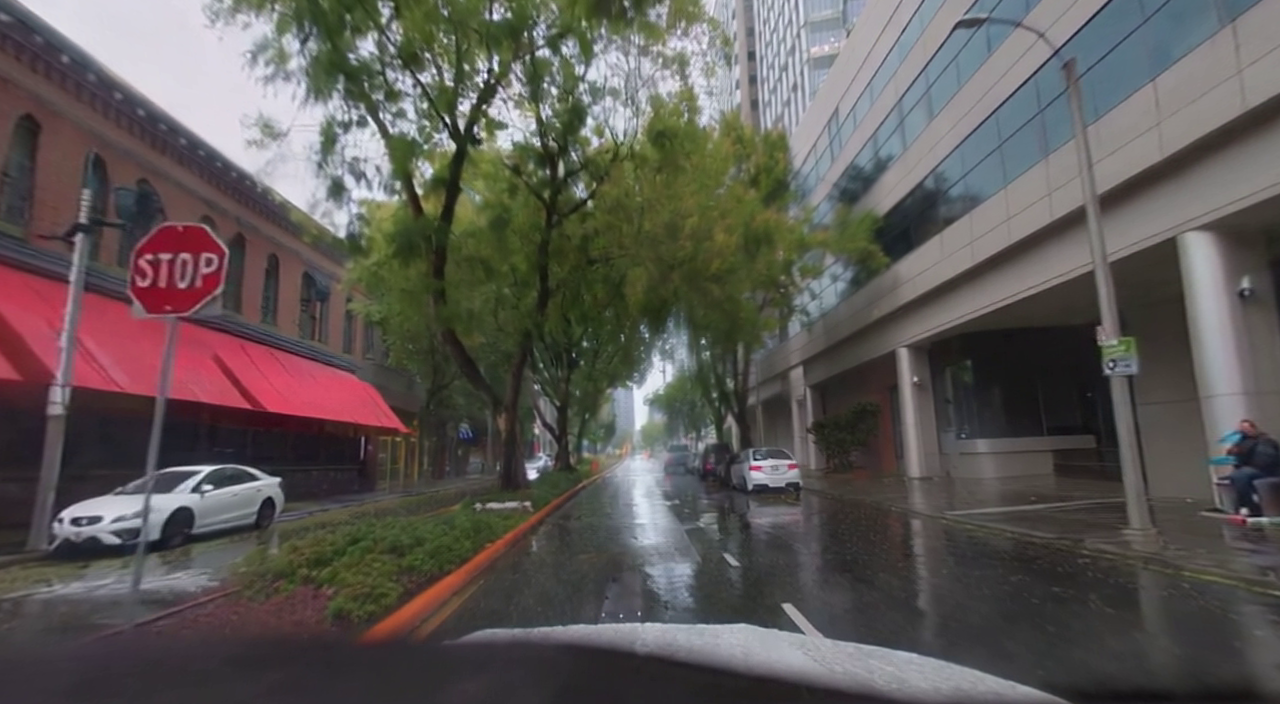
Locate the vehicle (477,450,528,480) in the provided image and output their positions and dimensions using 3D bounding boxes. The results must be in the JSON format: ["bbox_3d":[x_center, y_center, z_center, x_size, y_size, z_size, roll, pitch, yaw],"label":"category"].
[{"bbox_3d":[-8.881,7.313,41.213,2.256,1.802,4.333,0,-8,2],"label":"vehicle"}]

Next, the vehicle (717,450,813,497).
[{"bbox_3d":[4.600,4.279,22.744,1.858,1.491,4.329,-5,-10,33],"label":"vehicle"}]

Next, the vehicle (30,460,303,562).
[{"bbox_3d":[-8.739,2.923,12.319,2.007,1.503,4.343,0,-9,-1],"label":"vehicle"}]

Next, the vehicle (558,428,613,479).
[{"bbox_3d":[-2.980,5.751,36.058,2.317,2.596,6.053,0,-8,2],"label":"vehicle"}]
